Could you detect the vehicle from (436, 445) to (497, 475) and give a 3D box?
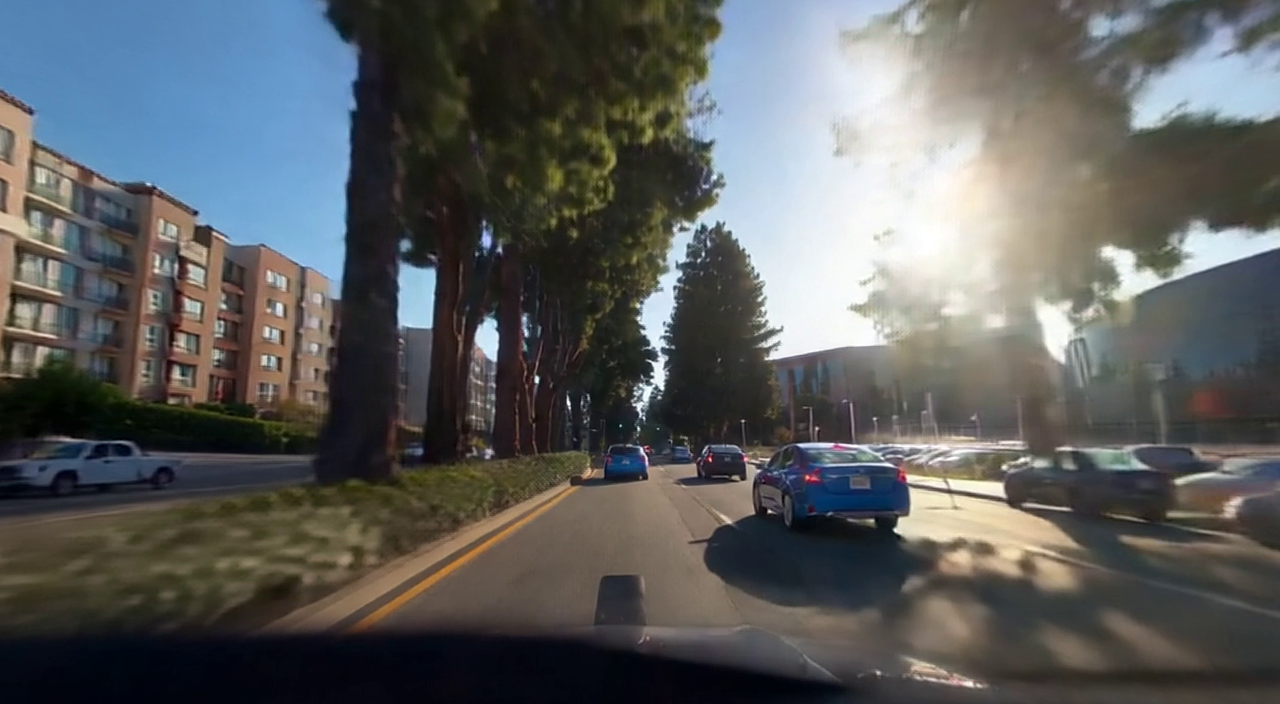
[{"bbox_3d":[-9.033,5.633,33.227,1.943,1.483,4.439,0,-9,0],"label":"vehicle"}]

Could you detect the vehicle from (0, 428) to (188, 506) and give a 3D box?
[{"bbox_3d":[-15.940,3.209,18.037,2.108,1.876,5.260,0,-9,0],"label":"vehicle"}]

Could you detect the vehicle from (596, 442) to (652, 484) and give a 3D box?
[{"bbox_3d":[-0.594,4.244,24.458,1.994,1.479,3.647,0,-9,0],"label":"vehicle"}]

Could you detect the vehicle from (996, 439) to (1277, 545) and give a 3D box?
[{"bbox_3d":[8.776,2.453,11.921,2.127,1.546,4.828,-2,-9,11],"label":"vehicle"}]

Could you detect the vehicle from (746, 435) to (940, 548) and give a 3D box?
[{"bbox_3d":[3.062,2.176,10.482,1.852,1.498,3.825,0,-9,-1],"label":"vehicle"}]

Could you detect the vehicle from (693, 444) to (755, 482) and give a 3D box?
[{"bbox_3d":[3.377,4.532,26.108,1.908,1.453,4.230,0,-9,-1],"label":"vehicle"}]
